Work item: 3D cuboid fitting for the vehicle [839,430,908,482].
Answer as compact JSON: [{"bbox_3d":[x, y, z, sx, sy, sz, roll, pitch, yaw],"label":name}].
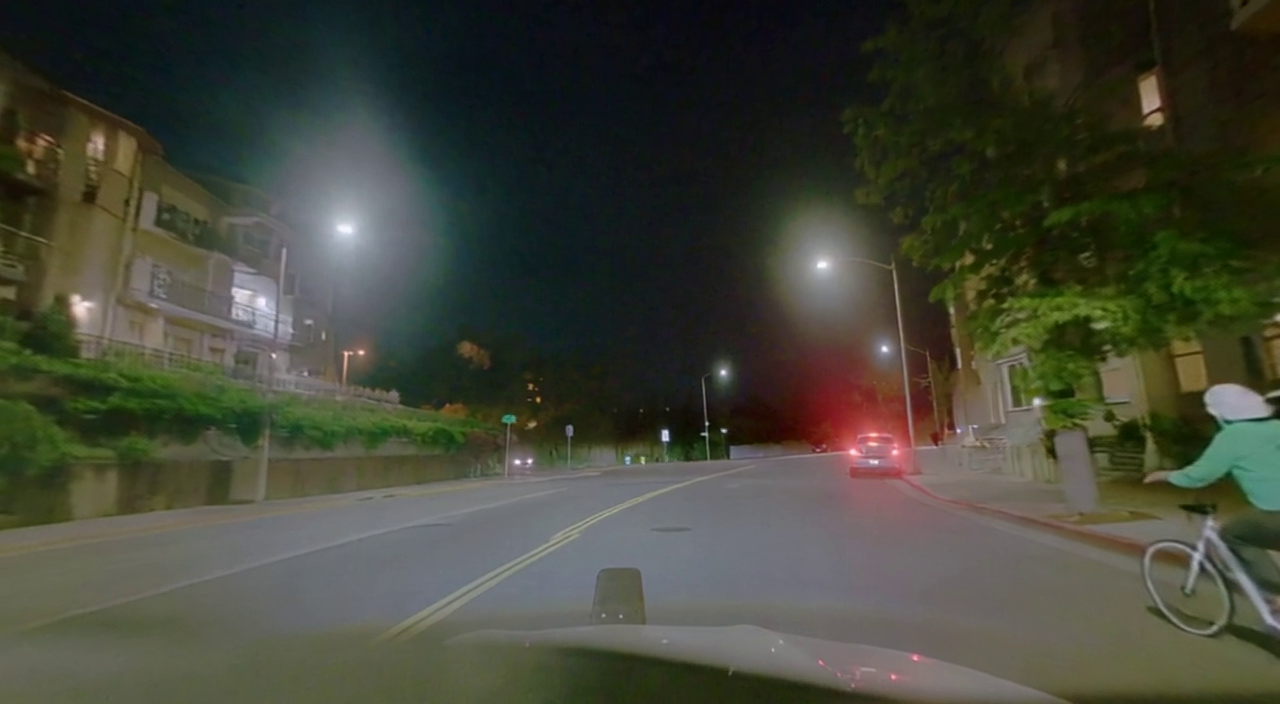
[{"bbox_3d":[8.513,3.802,23.354,2.105,1.705,4.392,-2,-9,17],"label":"vehicle"}]
